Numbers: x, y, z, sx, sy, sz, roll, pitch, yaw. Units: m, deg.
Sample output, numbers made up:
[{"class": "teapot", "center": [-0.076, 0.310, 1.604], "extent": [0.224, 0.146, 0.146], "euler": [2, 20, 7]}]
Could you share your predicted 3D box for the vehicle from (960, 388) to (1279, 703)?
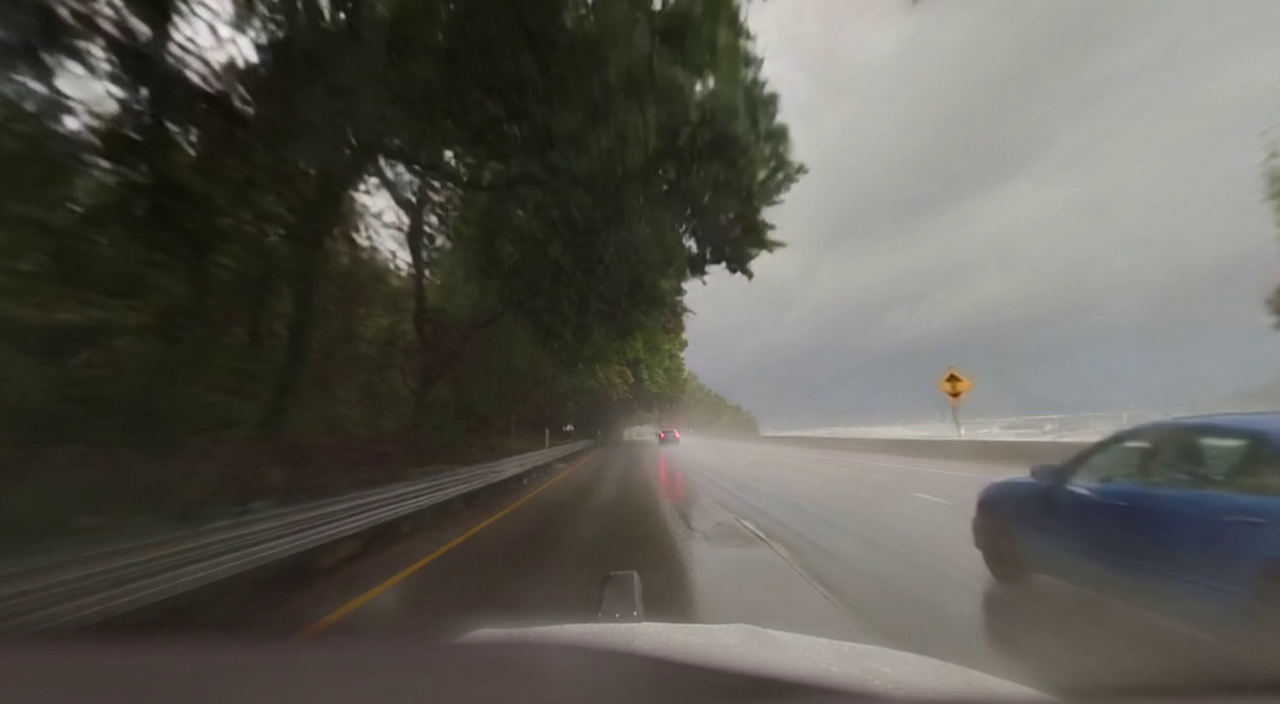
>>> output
[{"class": "vehicle", "center": [3.681, 0.945, 2.940], "extent": [2.017, 1.502, 4.369], "euler": [0, -8, -1]}]
